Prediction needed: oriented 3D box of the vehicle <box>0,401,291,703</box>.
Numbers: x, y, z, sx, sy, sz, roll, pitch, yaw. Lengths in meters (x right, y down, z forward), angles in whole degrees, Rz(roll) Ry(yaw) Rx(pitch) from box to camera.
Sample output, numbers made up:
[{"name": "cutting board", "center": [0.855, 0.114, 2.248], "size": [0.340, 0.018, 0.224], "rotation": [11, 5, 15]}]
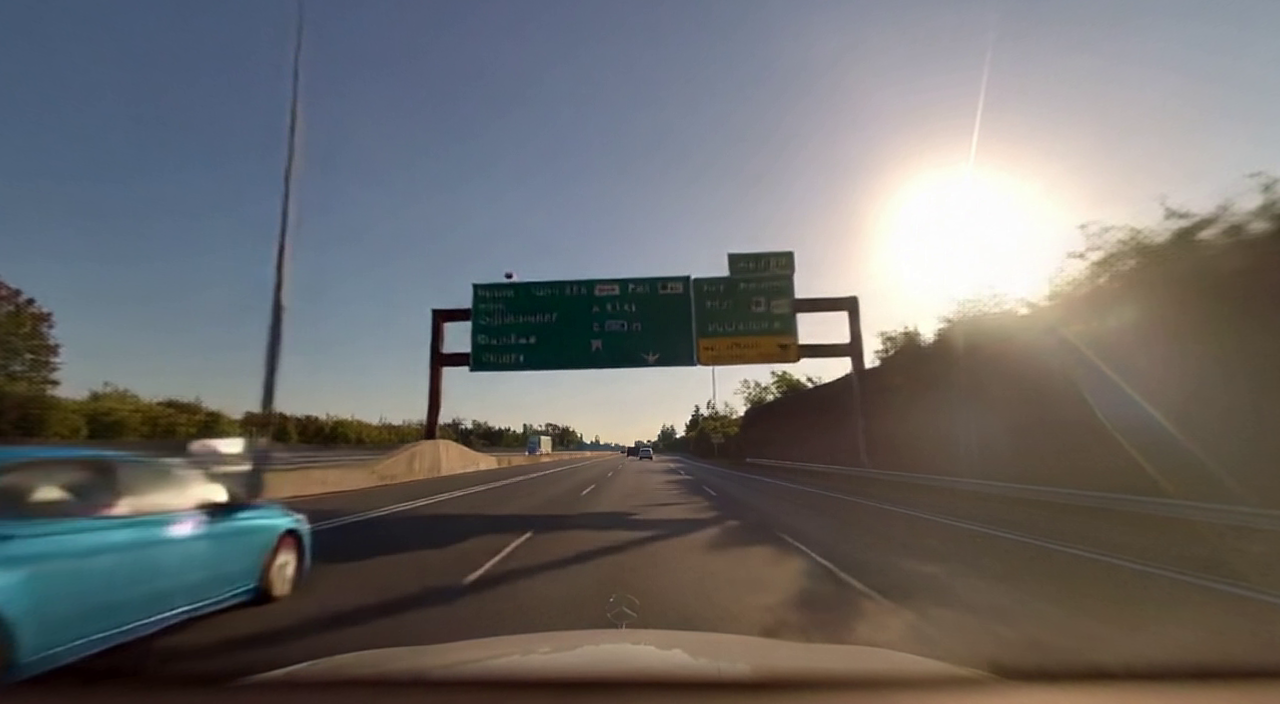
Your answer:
[{"name": "vehicle", "center": [-4.285, 1.063, 3.352], "size": [2.160, 1.552, 4.592], "rotation": [0, -9, 1]}]
